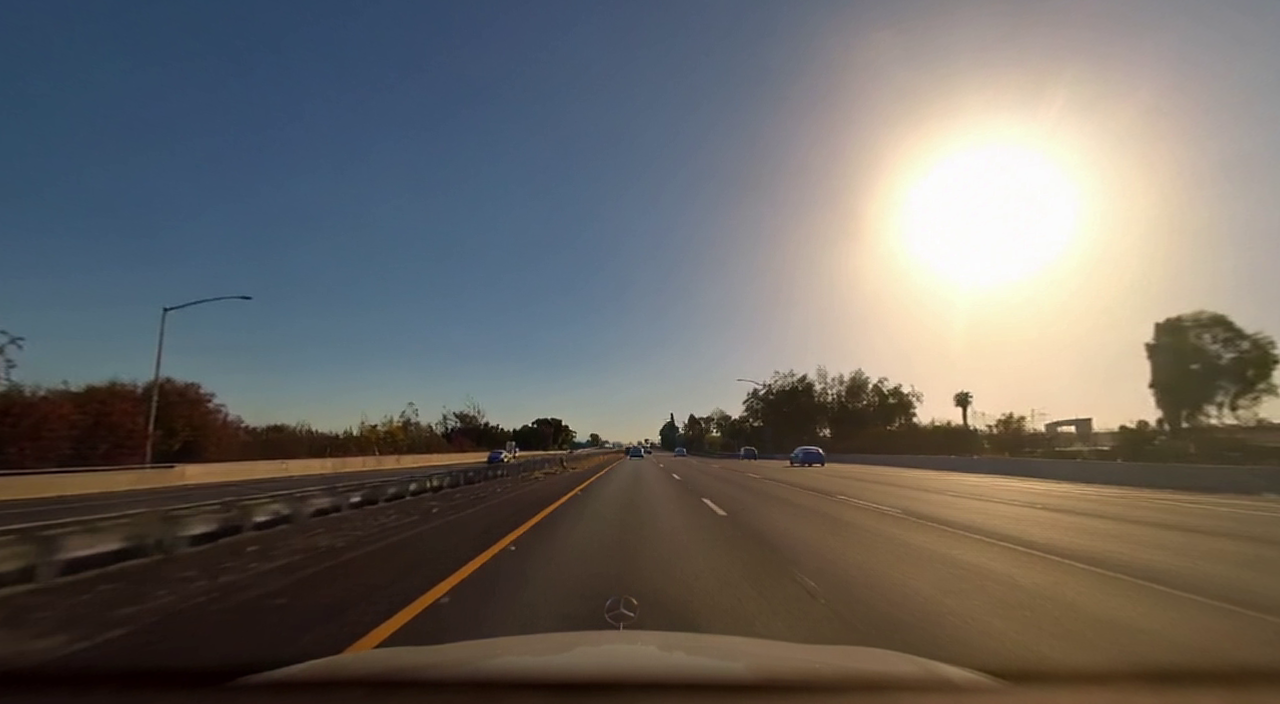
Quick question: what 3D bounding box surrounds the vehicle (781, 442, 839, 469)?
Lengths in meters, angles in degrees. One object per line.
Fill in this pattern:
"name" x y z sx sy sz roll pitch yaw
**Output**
"vehicle" 10.541 6.450 39.579 2.024 1.481 4.747 1 -8 -4
